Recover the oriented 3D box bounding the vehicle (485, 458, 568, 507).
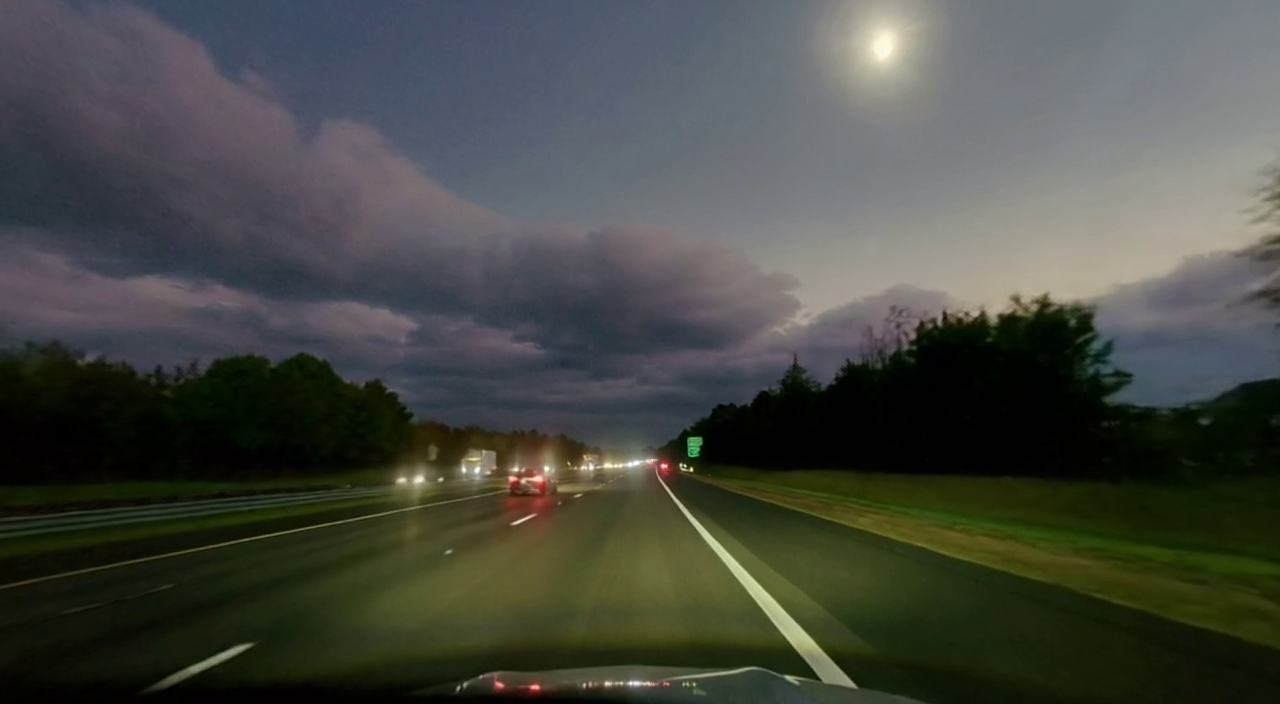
[{"bbox_3d":[-3.841,4.541,22.143,2.043,1.486,4.442,0,-10,1],"label":"vehicle"}]

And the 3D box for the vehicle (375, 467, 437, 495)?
[{"bbox_3d":[-12.984,7.185,35.244,1.789,1.404,4.089,0,-10,1],"label":"vehicle"}]
